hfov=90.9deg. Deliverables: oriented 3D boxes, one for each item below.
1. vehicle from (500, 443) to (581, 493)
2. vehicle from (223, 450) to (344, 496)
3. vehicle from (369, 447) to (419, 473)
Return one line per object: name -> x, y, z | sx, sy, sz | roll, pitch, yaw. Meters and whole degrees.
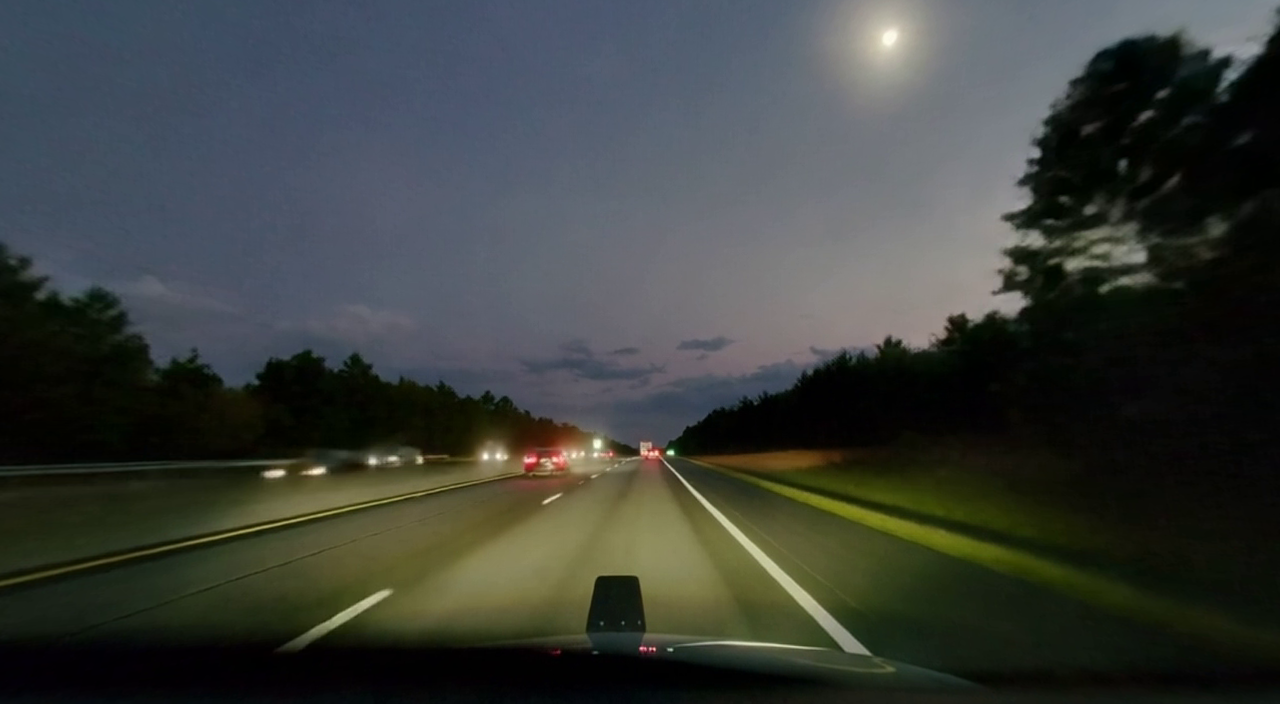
vehicle -> -3.229, 3.877, 21.338 | 1.970, 1.483, 4.097 | -1, -9, 1
vehicle -> -12.632, 4.291, 22.717 | 1.782, 1.458, 4.412 | 0, -9, 0
vehicle -> -16.812, 7.398, 43.217 | 1.747, 1.664, 3.882 | -1, -9, 1
